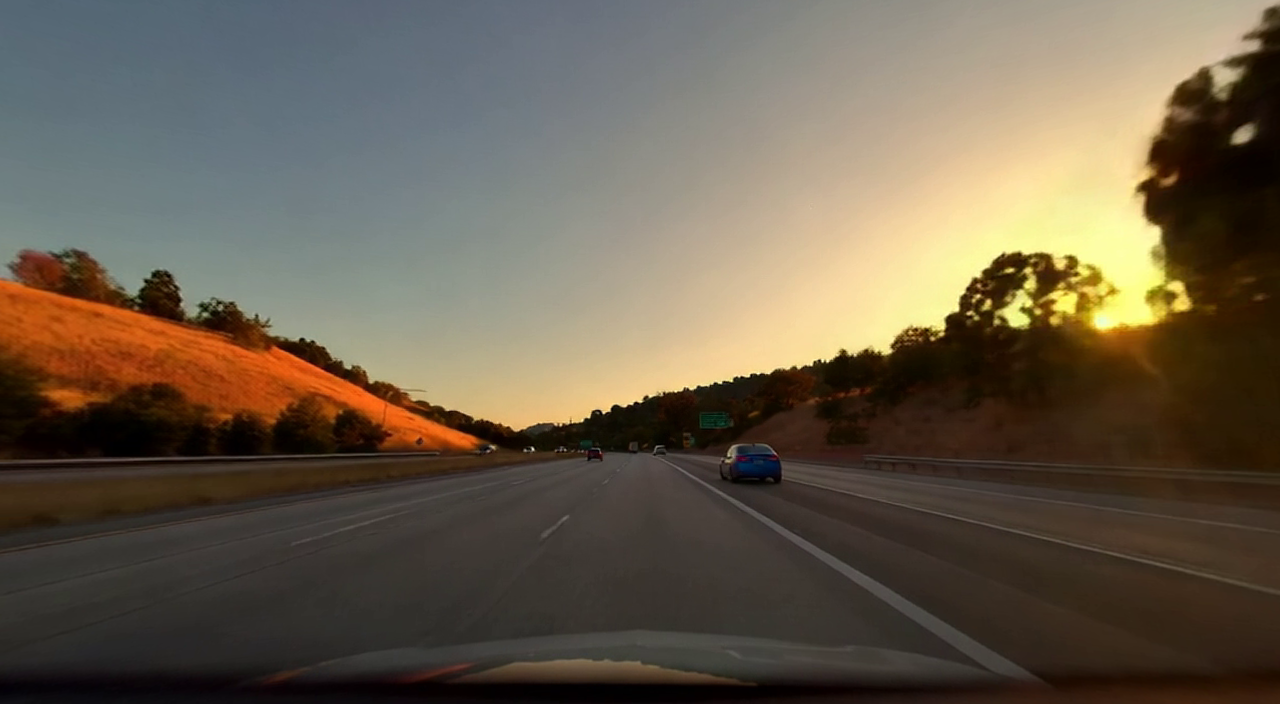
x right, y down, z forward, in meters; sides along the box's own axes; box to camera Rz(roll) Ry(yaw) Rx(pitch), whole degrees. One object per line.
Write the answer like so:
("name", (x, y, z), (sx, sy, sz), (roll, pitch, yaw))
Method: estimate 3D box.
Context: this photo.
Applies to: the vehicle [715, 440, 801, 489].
("vehicle", (3.910, 3.812, 21.689), (2.033, 1.501, 4.398), (0, -9, -1))
